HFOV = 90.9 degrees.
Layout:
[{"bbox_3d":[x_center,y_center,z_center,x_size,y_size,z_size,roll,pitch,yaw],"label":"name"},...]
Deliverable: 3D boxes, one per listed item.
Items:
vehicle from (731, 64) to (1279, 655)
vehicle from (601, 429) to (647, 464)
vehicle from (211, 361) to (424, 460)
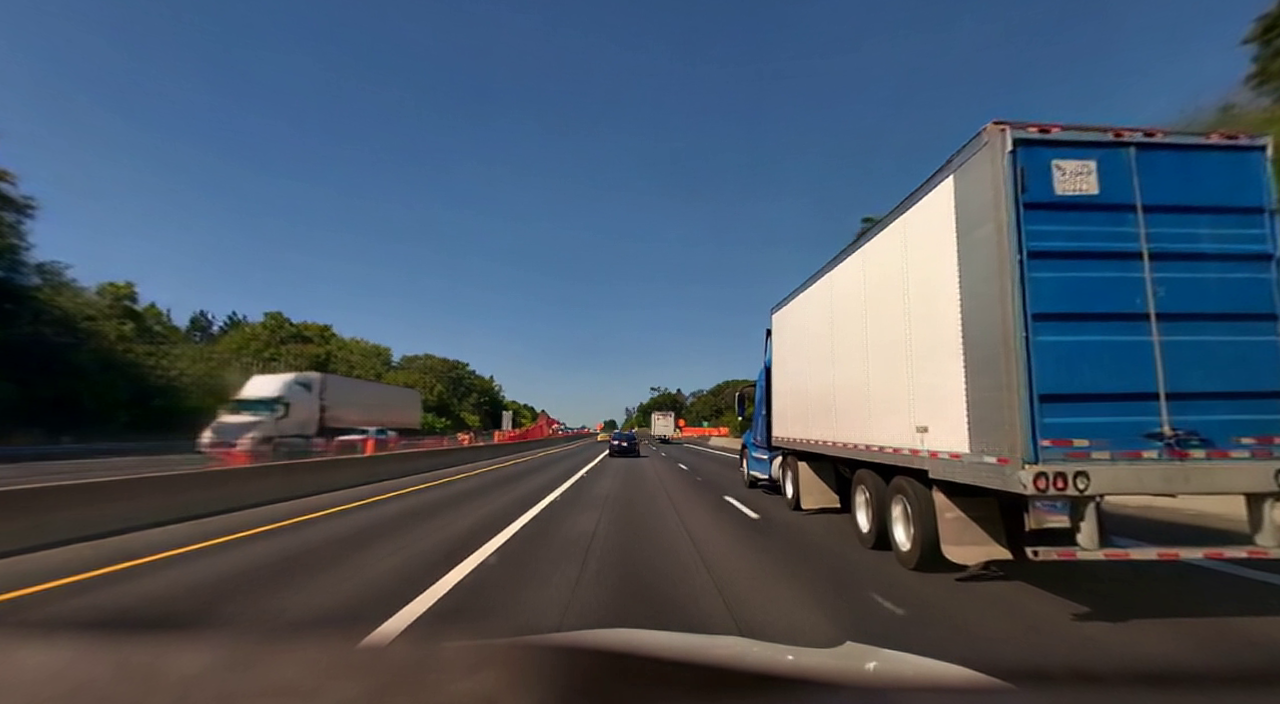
[{"bbox_3d":[3.765,0.647,9.277,2.919,3.634,10.888,0,-8,-2],"label":"vehicle"},{"bbox_3d":[-0.719,4.239,28.511,1.929,1.469,3.677,0,-8,-1],"label":"vehicle"},{"bbox_3d":[-15.811,3.461,33.771,2.966,3.989,16.891,0,-8,-1],"label":"vehicle"}]
